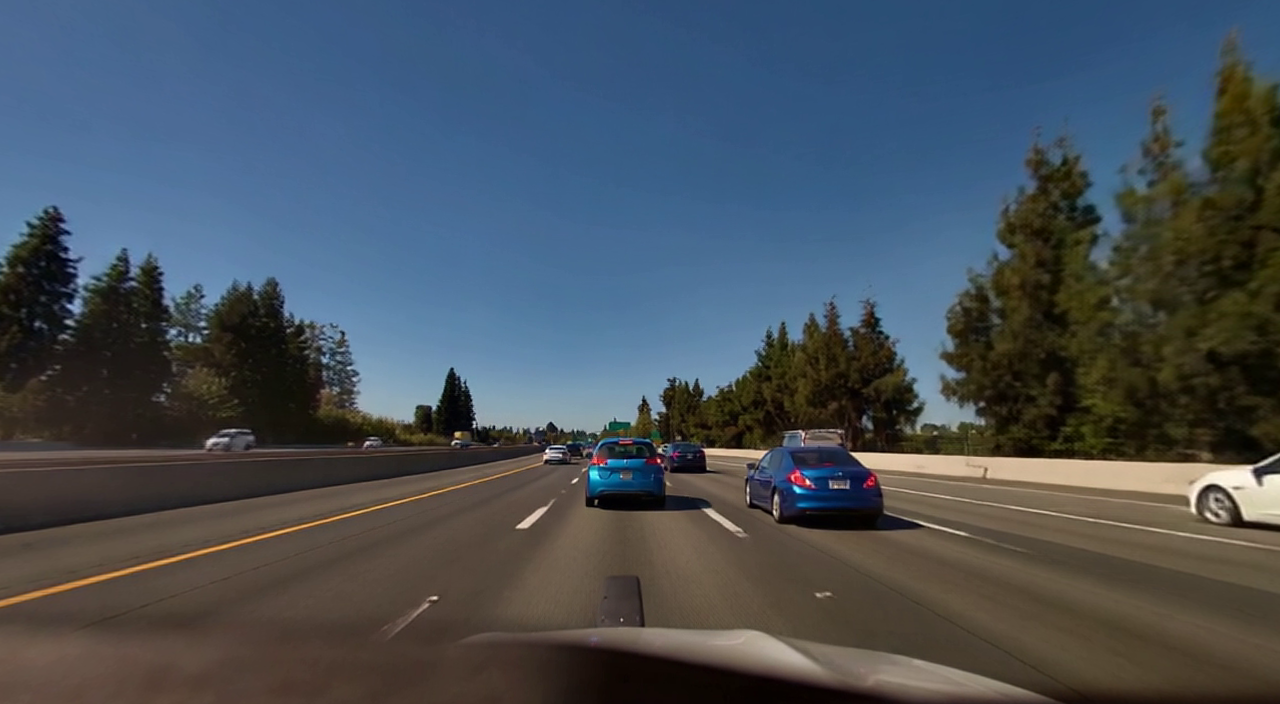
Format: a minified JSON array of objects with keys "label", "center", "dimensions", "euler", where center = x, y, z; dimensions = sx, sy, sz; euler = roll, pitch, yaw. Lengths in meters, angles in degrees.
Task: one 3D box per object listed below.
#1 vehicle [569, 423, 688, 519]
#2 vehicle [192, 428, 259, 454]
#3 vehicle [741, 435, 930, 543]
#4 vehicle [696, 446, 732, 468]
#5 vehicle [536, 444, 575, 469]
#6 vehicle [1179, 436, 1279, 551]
[{"label":"vehicle","center":[-0.242,2.496,13.630],"dimensions":[2.181,1.728,3.970],"euler":[1,-9,-1]},{"label":"vehicle","center":[-30.794,6.640,46.946],"dimensions":[1.965,1.795,4.589],"euler":[1,-9,-3]},{"label":"vehicle","center":[3.181,2.314,11.309],"dimensions":[1.975,1.532,4.227],"euler":[1,-9,-1]},{"label":"vehicle","center":[5.536,7.959,47.875],"dimensions":[1.972,1.521,4.498],"euler":[1,-9,-3]},{"label":"vehicle","center":[-5.403,6.739,40.807],"dimensions":[2.023,1.497,4.526],"euler":[1,-9,-2]},{"label":"vehicle","center":[10.266,1.921,8.259],"dimensions":[2.106,1.641,4.671],"euler":[1,-9,-3]}]
